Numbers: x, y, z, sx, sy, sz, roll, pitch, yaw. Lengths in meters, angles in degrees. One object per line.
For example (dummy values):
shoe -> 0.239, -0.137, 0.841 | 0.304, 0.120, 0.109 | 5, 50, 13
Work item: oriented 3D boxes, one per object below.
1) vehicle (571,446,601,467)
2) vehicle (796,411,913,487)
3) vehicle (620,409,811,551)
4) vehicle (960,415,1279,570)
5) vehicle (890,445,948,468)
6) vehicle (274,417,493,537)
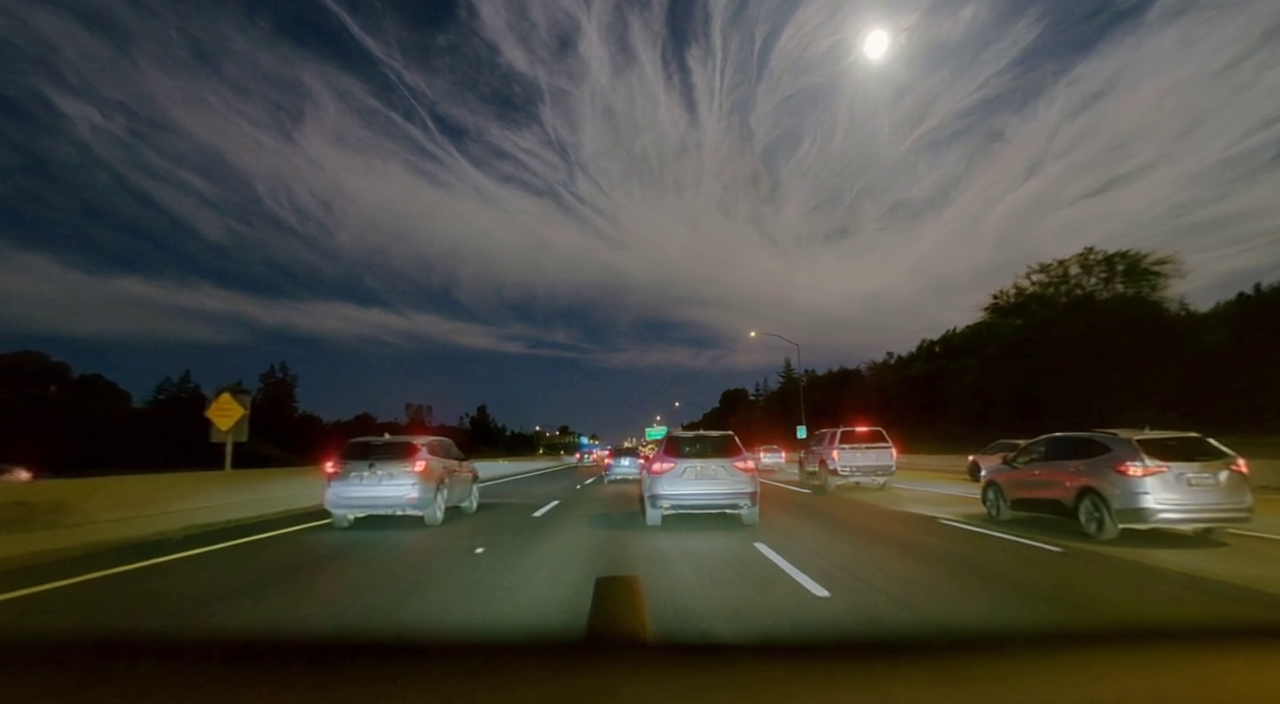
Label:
vehicle -> -4.195, 8.189, 49.576 | 1.889, 1.600, 4.043 | 0, -9, 1
vehicle -> 7.809, 3.643, 23.729 | 2.390, 2.503, 5.788 | 0, -9, 1
vehicle -> 0.893, 1.909, 9.930 | 2.230, 1.740, 3.976 | 1, -9, -4
vehicle -> 6.804, 1.851, 9.049 | 1.972, 1.647, 4.429 | 0, -9, -2
vehicle -> 20.008, 7.502, 45.361 | 1.932, 1.492, 4.549 | 1, -9, -3
vehicle -> -4.319, 2.199, 11.635 | 2.047, 1.755, 4.638 | 0, -9, 0
